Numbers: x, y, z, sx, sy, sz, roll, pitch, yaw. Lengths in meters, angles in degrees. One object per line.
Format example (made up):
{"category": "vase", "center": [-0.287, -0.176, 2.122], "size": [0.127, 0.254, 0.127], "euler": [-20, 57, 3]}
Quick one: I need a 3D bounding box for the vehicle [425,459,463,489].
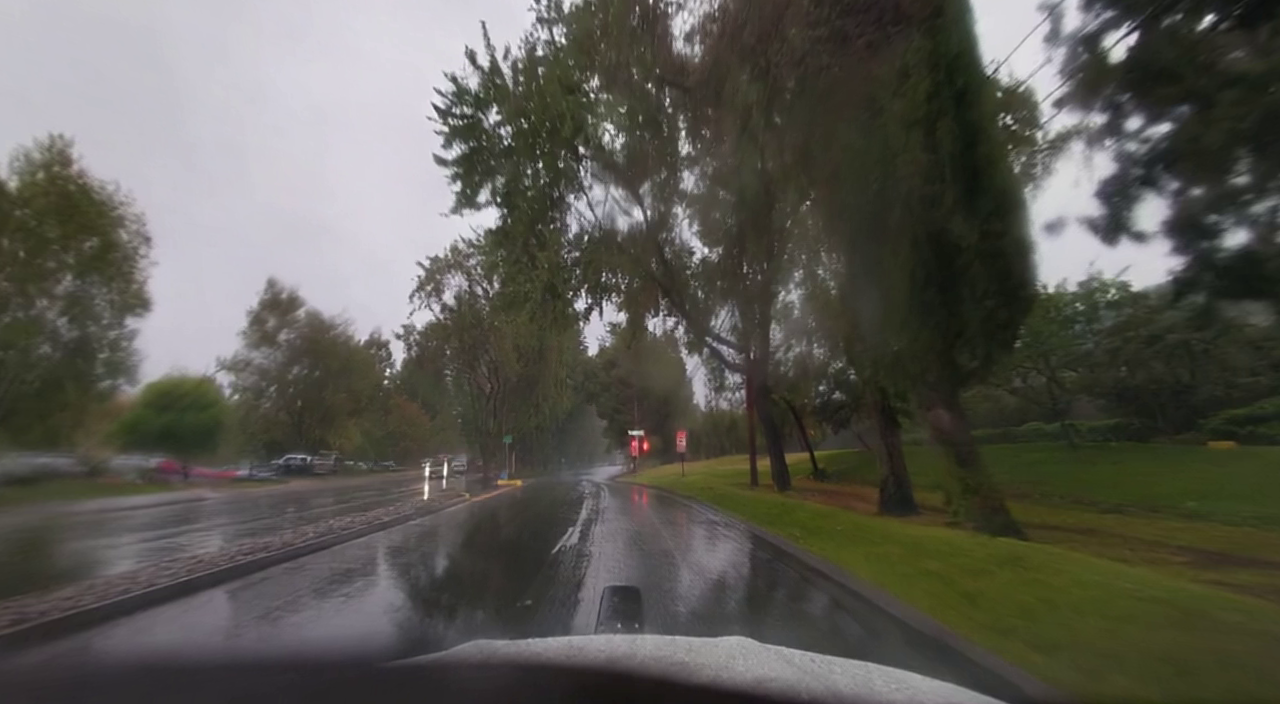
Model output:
{"category": "vehicle", "center": [-13.188, 8.128, 42.184], "size": [1.861, 1.736, 4.241], "euler": [2, -9, -25]}
